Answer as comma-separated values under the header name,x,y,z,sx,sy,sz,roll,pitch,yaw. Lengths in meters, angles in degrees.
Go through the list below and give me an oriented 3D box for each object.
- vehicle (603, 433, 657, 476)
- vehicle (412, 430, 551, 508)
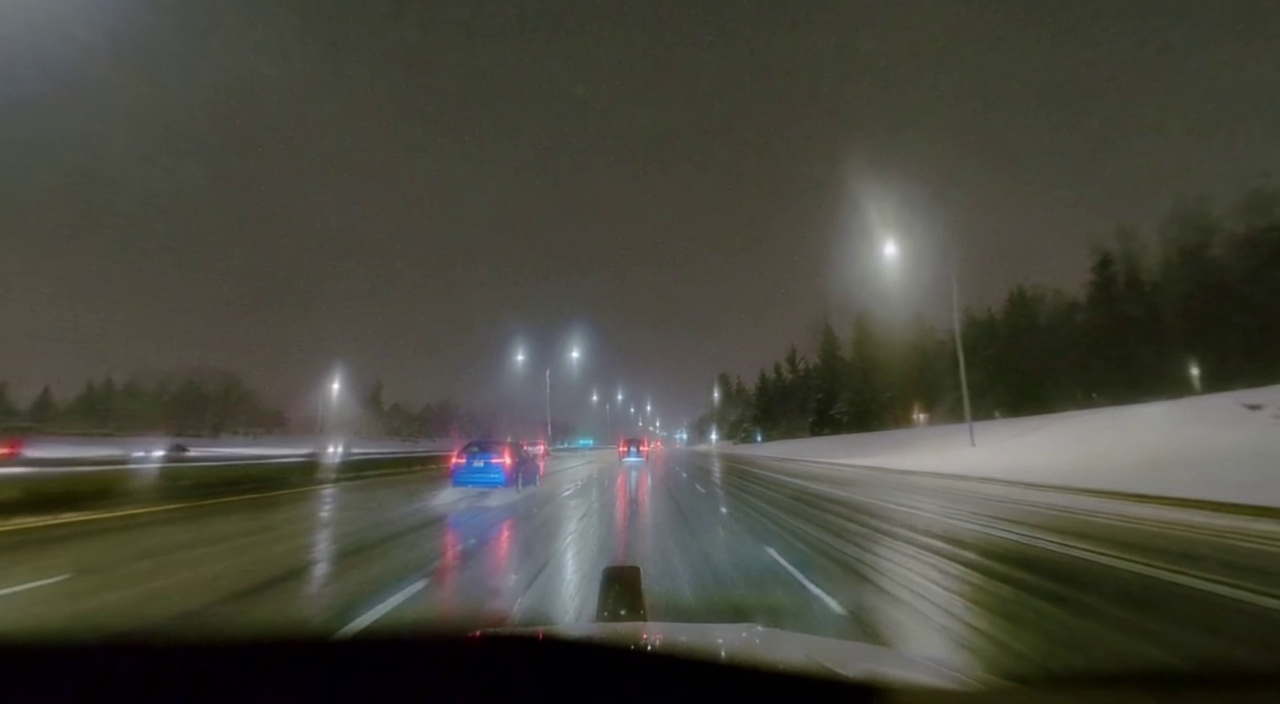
name,x,y,z,sx,sy,sz,roll,pitch,yaw
vehicle,-0.367,4.432,27.389,2.155,1.690,4.318,0,-9,1
vehicle,-3.625,2.781,15.376,2.124,1.607,4.531,0,-9,1
